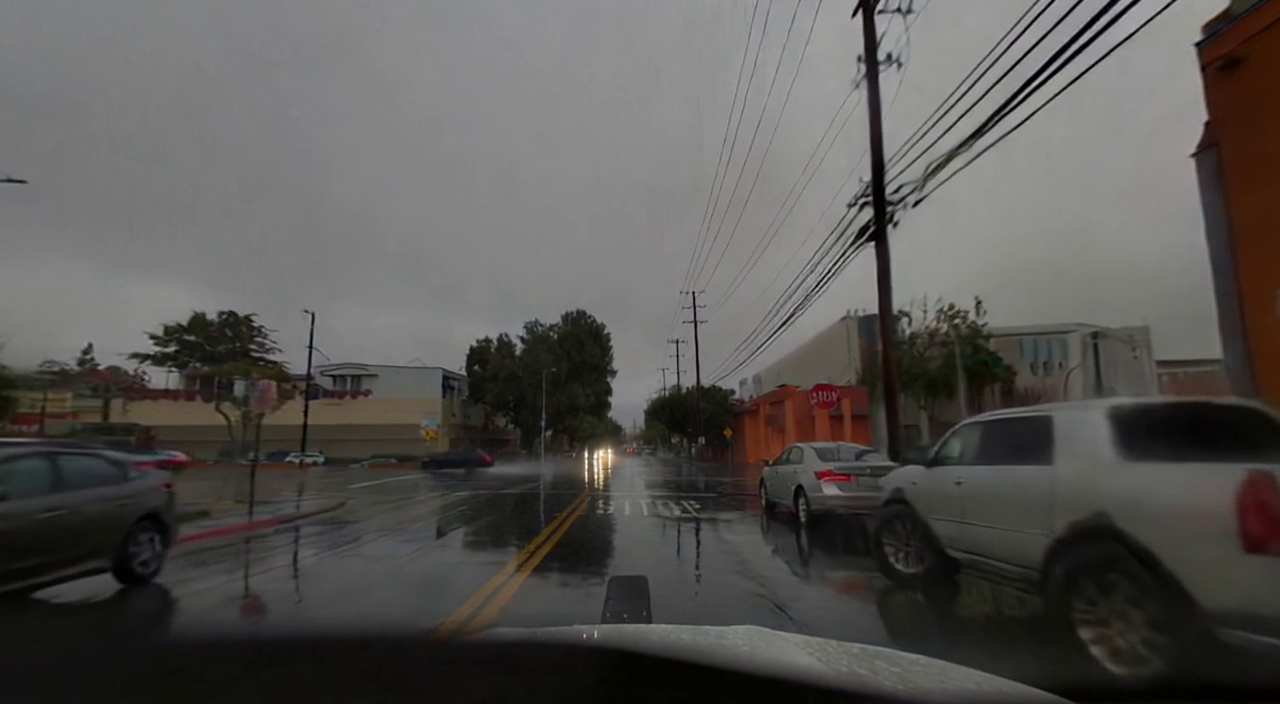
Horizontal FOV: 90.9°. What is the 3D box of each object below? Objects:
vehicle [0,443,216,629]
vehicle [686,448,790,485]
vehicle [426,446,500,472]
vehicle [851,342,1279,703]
[{"bbox_3d":[-6.084,1.589,5.758,1.820,1.482,3.737,0,-9,-1],"label":"vehicle"},{"bbox_3d":[4.378,4.964,27.685,4.645,1.464,2.033,8,-12,-42],"label":"vehicle"},{"bbox_3d":[-12.637,7.670,45.189,4.689,1.803,1.958,0,-9,-2],"label":"vehicle"},{"bbox_3d":[3.706,1.223,5.161,2.178,1.856,4.756,2,-7,-3],"label":"vehicle"}]
